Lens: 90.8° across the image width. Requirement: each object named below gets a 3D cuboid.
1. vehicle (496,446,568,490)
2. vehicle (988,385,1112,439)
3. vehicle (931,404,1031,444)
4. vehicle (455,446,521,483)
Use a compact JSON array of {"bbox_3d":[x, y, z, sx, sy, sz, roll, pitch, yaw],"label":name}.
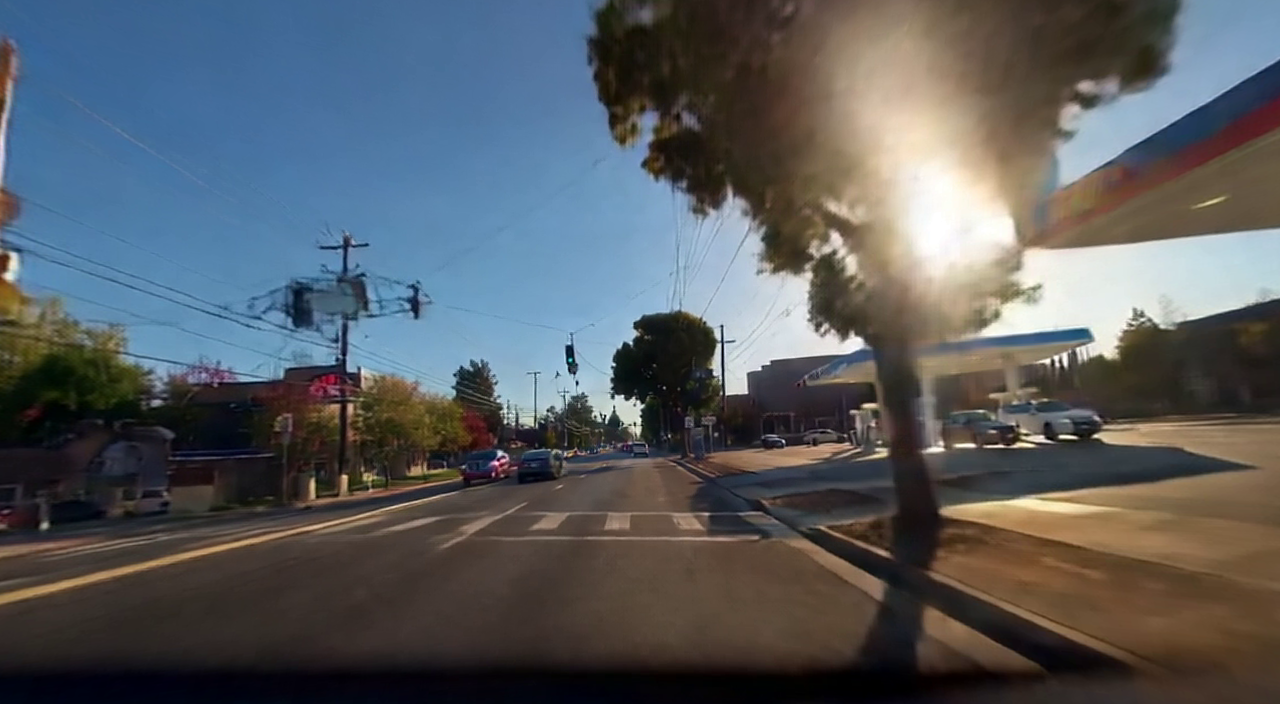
[{"bbox_3d":[-3.943,4.310,23.872,1.943,1.455,4.414,0,-8,0],"label":"vehicle"},{"bbox_3d":[17.431,2.669,27.201,2.014,2.048,4.717,0,-8,-2],"label":"vehicle"},{"bbox_3d":[14.359,3.113,26.880,1.835,1.549,4.178,0,-8,-1],"label":"vehicle"},{"bbox_3d":[-9.012,6.705,38.024,2.256,1.772,5.738,-7,-9,2],"label":"vehicle"}]
